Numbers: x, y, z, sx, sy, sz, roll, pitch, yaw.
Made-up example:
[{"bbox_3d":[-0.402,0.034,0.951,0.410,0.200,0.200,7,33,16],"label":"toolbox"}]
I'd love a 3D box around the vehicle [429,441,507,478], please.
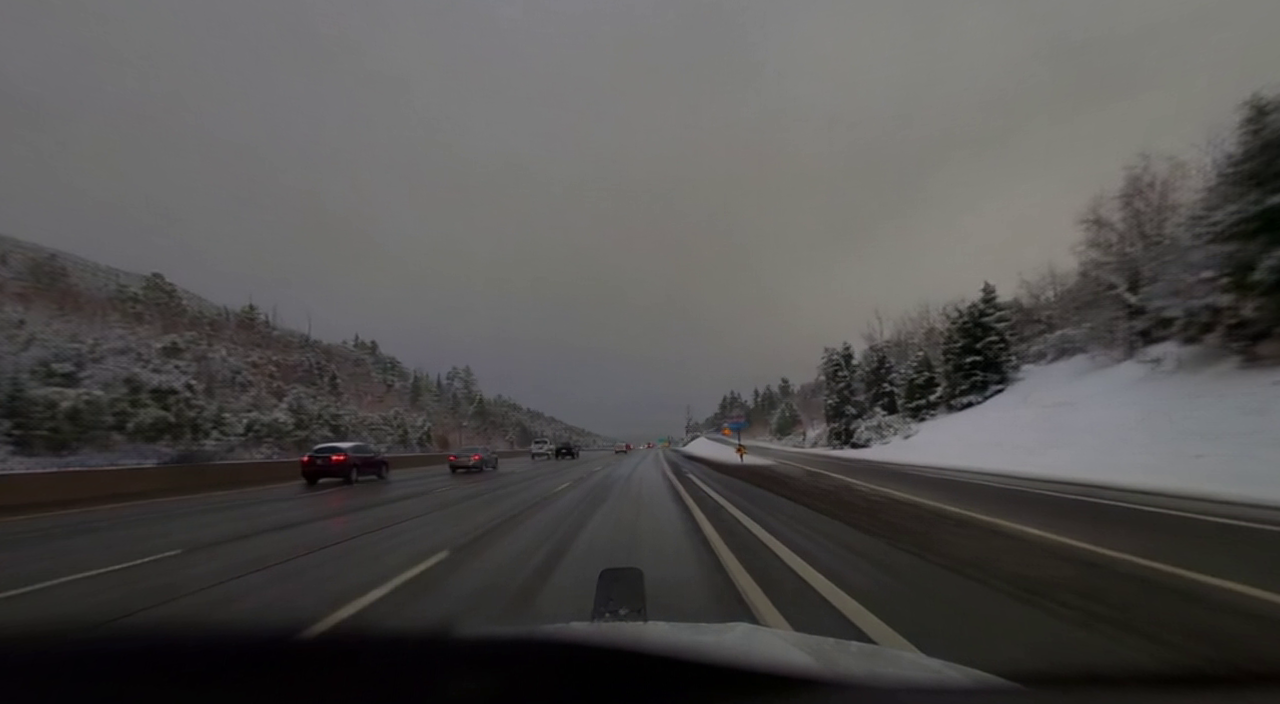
[{"bbox_3d":[-7.477,4.698,27.944,2.107,1.484,4.449,-1,-8,1],"label":"vehicle"}]

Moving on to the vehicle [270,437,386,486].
[{"bbox_3d":[-11.649,4.096,23.989,2.020,1.645,4.629,0,-8,1],"label":"vehicle"}]
